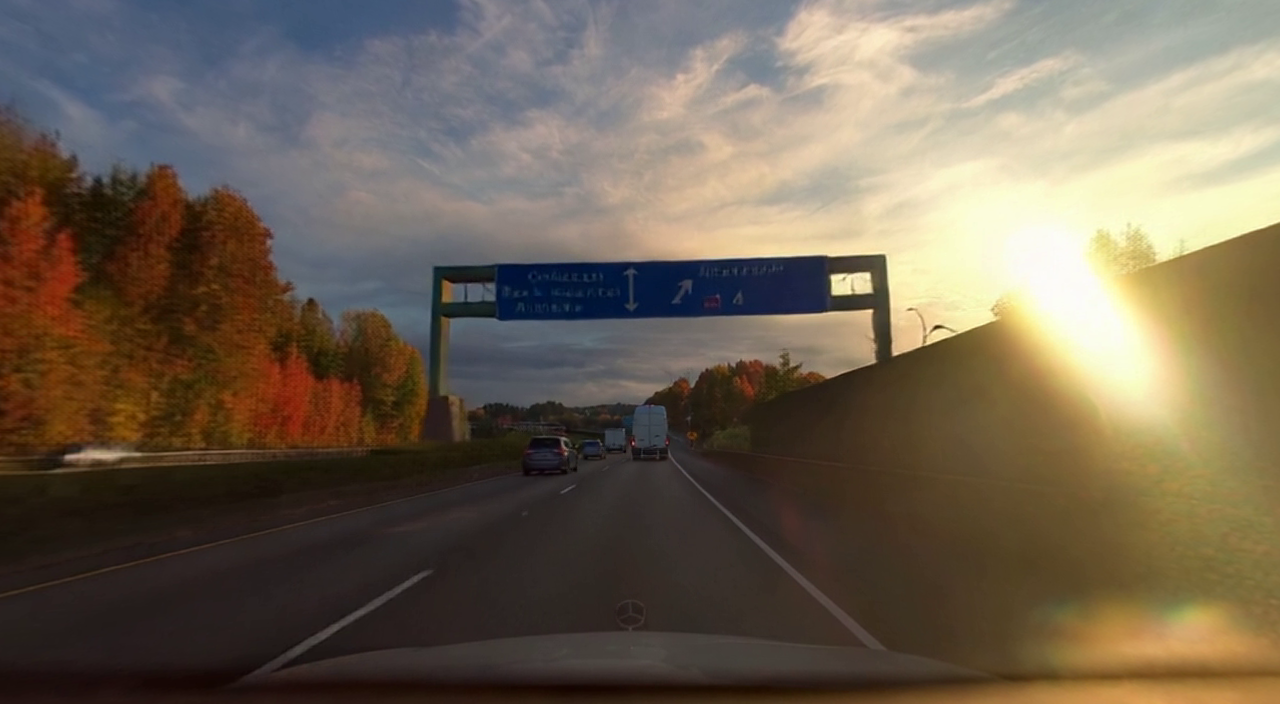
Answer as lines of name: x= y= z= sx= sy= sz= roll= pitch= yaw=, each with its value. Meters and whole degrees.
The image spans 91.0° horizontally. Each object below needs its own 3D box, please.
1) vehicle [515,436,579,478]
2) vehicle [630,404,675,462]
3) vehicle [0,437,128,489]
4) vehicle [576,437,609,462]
vehicle: x=-3.630 y=4.164 z=25.284 sx=1.927 sy=1.556 sz=3.921 roll=0 pitch=-8 yaw=1
vehicle: x=0.887 y=5.960 z=45.809 sx=2.933 sy=3.701 sz=10.425 roll=0 pitch=-8 yaw=1
vehicle: x=-26.889 y=4.991 z=28.785 sx=2.223 sy=2.138 sz=5.557 roll=0 pitch=-8 yaw=-1
vehicle: x=-3.209 y=6.728 z=43.547 sx=1.962 sy=1.575 sz=4.158 roll=0 pitch=-8 yaw=0
